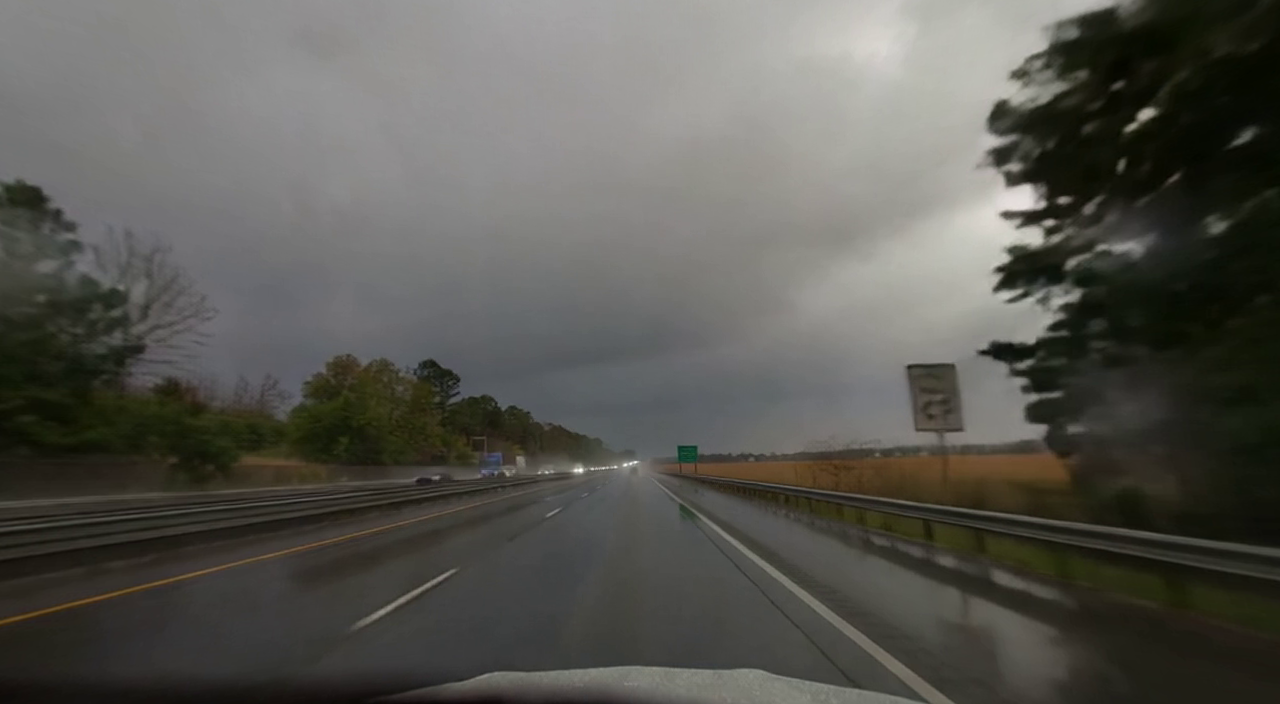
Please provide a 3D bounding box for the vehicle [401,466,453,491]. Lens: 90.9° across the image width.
[{"bbox_3d":[-12.469,7.409,37.114,1.800,1.381,3.703,1,-10,-1],"label":"vehicle"}]
